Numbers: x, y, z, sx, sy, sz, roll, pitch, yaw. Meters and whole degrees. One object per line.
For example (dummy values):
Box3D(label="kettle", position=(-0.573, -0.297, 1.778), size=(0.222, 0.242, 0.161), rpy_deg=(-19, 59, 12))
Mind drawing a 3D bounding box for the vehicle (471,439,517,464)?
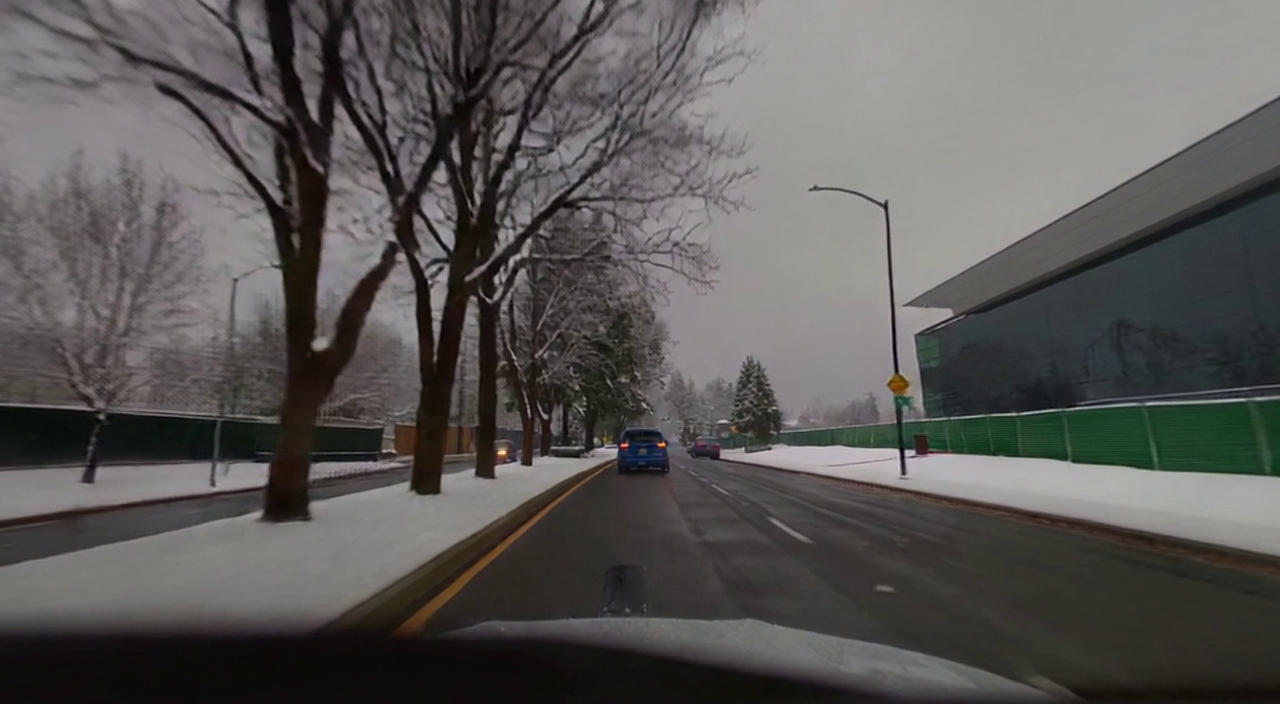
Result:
Box3D(label="vehicle", position=(-9.431, 6.455, 41.030), size=(2.028, 1.502, 4.646), rpy_deg=(0, -8, -2))

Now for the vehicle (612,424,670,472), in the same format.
Box3D(label="vehicle", position=(0.073, 4.267, 28.140), size=(2.386, 1.947, 4.168), rpy_deg=(0, -8, 1))

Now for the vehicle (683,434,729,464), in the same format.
Box3D(label="vehicle", position=(3.856, 5.802, 37.782), size=(2.138, 1.699, 4.852), rpy_deg=(0, -8, -1))
